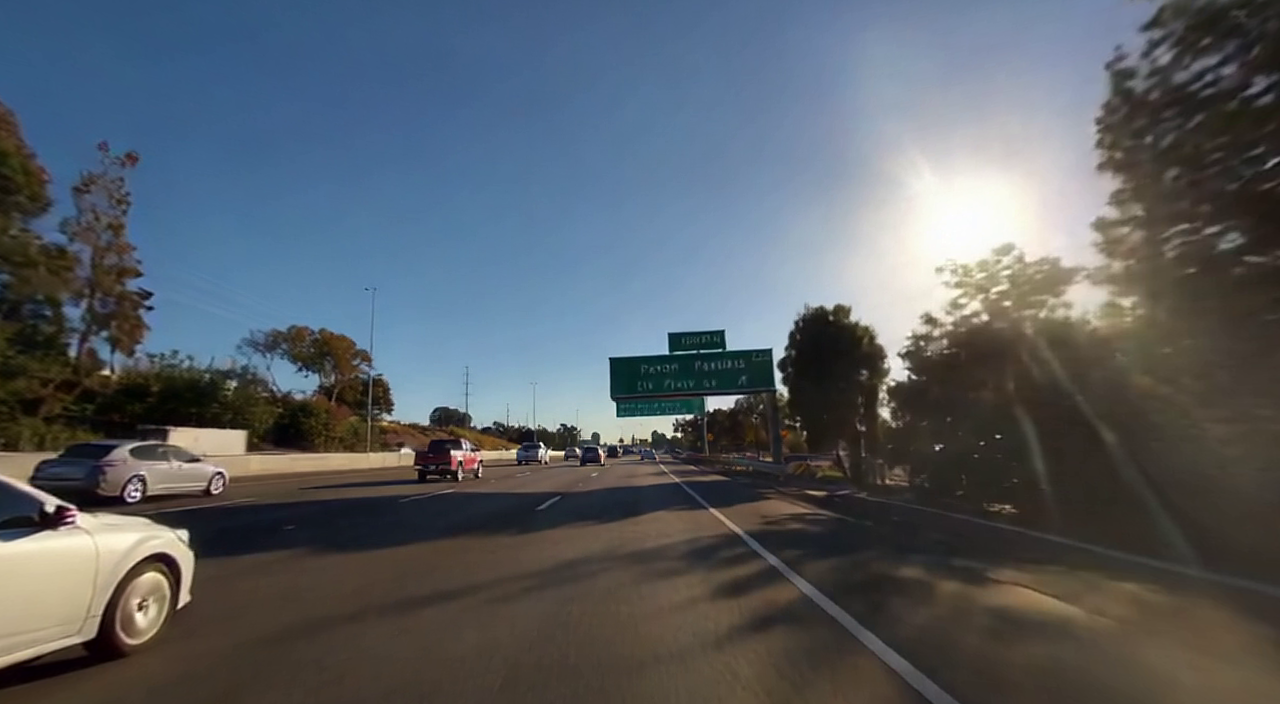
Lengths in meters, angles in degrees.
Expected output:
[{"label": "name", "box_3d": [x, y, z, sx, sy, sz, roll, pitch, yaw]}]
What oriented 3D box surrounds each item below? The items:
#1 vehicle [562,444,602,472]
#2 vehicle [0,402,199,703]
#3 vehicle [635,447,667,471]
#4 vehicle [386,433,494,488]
[{"label": "vehicle", "box_3d": [-3.753, 6.941, 41.510, 2.132, 1.708, 4.571, 0, -9, 1]}, {"label": "vehicle", "box_3d": [-4.198, 0.883, 2.180, 2.027, 1.547, 4.511, 0, -9, 1]}, {"label": "vehicle", "box_3d": [0.778, 7.467, 44.154, 2.153, 1.510, 4.646, 0, -9, 2]}, {"label": "vehicle", "box_3d": [-7.546, 4.170, 24.553, 2.250, 1.870, 5.647, 0, -9, 1]}]
